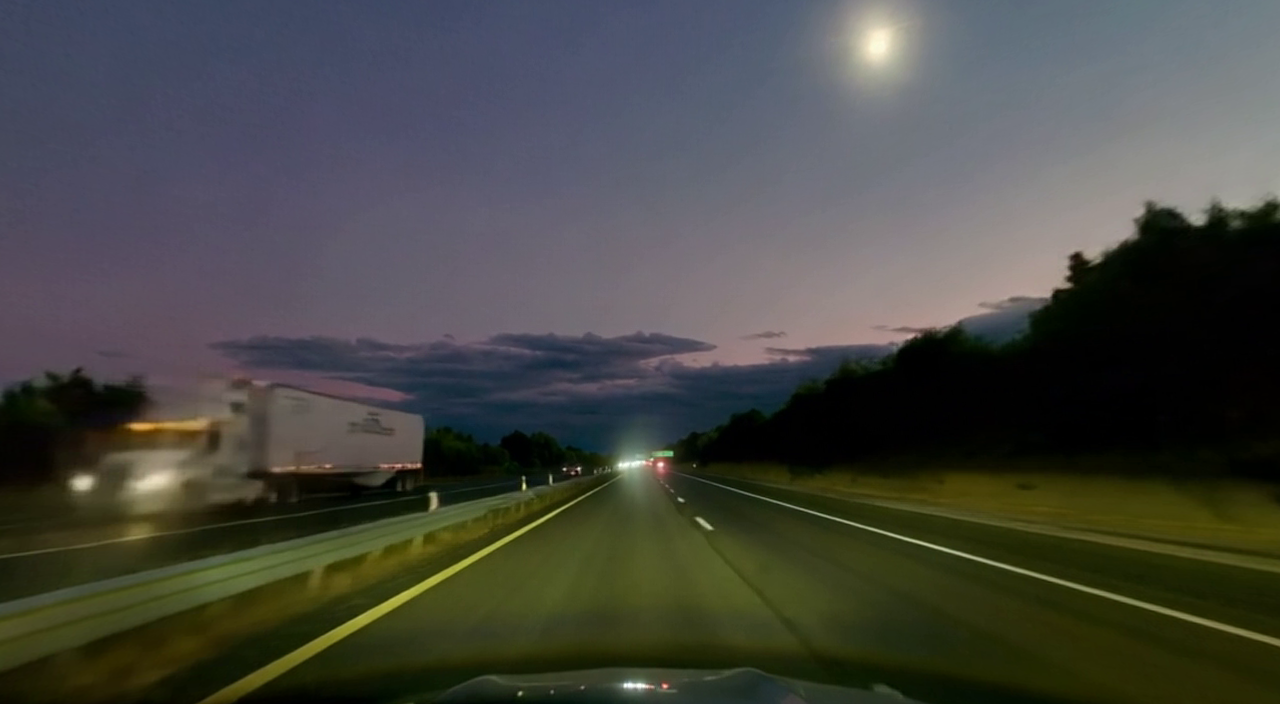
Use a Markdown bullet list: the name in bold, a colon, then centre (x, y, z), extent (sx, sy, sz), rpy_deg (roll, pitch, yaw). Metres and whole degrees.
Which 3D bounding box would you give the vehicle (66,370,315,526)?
- **vehicle**: centre (-13.179, 2.996, 19.351), extent (2.963, 3.991, 5.854), rpy_deg (1, -10, 0)
